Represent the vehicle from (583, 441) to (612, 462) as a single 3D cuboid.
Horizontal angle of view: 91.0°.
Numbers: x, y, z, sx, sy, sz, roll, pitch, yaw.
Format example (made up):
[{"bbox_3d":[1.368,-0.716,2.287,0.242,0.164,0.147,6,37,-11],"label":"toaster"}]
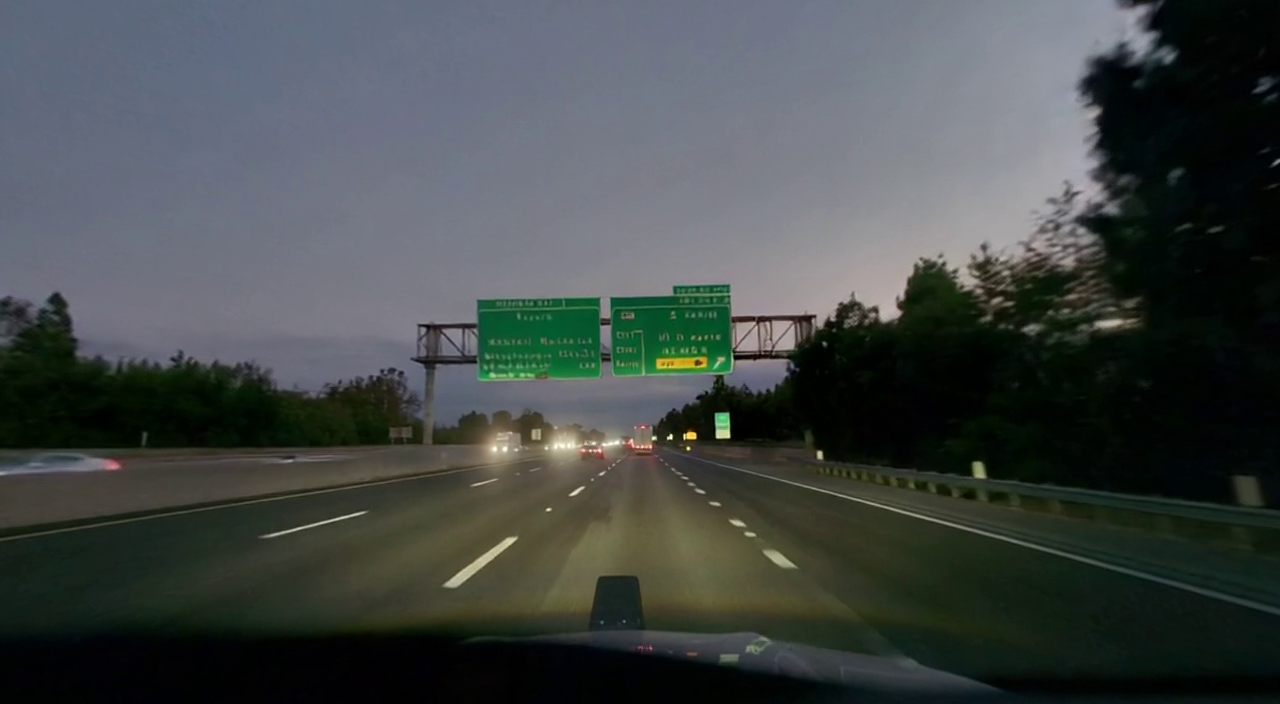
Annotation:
[{"bbox_3d":[-3.207,7.625,48.234,1.996,1.521,3.912,0,-8,0],"label":"vehicle"}]
